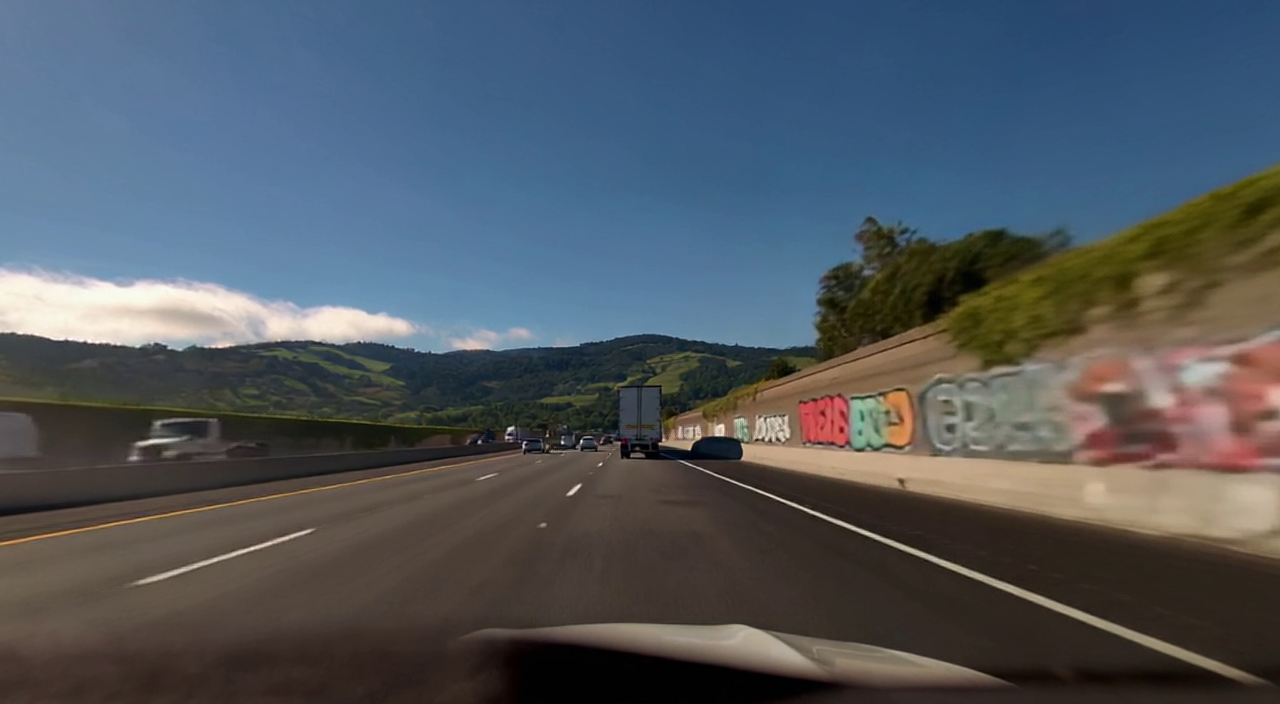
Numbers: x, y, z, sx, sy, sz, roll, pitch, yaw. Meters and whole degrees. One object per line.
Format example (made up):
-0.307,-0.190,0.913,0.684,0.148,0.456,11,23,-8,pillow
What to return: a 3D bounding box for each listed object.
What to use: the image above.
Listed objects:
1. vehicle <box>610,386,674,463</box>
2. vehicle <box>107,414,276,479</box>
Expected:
-0.143,4.300,36.529,2.921,3.765,10.773,1,-8,-4,vehicle
-18.700,3.988,26.961,2.295,2.413,6.880,0,-8,-2,vehicle
